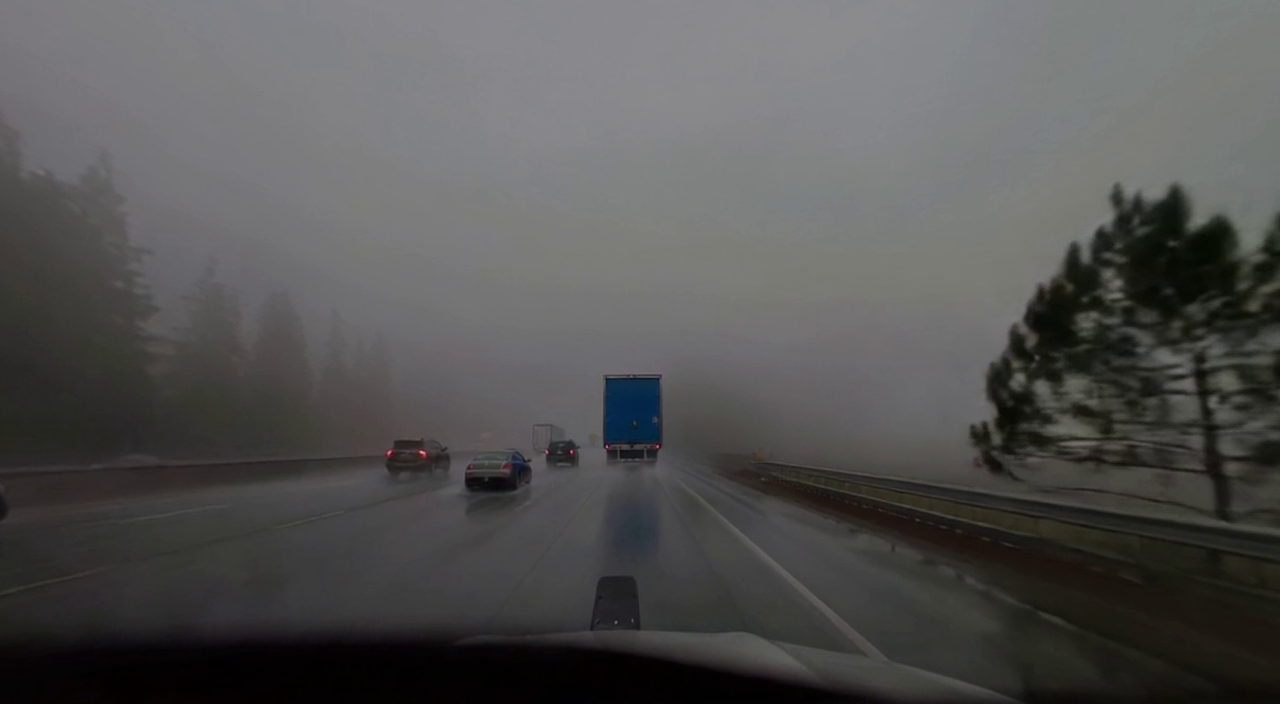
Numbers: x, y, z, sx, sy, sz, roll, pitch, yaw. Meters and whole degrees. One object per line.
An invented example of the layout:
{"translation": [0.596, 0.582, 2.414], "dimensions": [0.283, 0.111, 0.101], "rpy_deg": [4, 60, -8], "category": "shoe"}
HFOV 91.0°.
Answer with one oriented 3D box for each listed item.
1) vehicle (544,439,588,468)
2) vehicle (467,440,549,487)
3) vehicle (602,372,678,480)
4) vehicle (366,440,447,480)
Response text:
{"translation": [-4.445, 6.157, 38.394], "dimensions": [2.158, 1.680, 4.087], "rpy_deg": [0, -8, 0], "category": "vehicle"}
{"translation": [-4.754, 4.058, 23.277], "dimensions": [2.164, 1.582, 3.979], "rpy_deg": [0, -8, 0], "category": "vehicle"}
{"translation": [-0.234, 3.593, 29.591], "dimensions": [2.913, 4.113, 10.724], "rpy_deg": [0, -8, -2], "category": "vehicle"}
{"translation": [-10.124, 4.683, 27.644], "dimensions": [1.952, 1.590, 4.090], "rpy_deg": [0, -8, 1], "category": "vehicle"}
